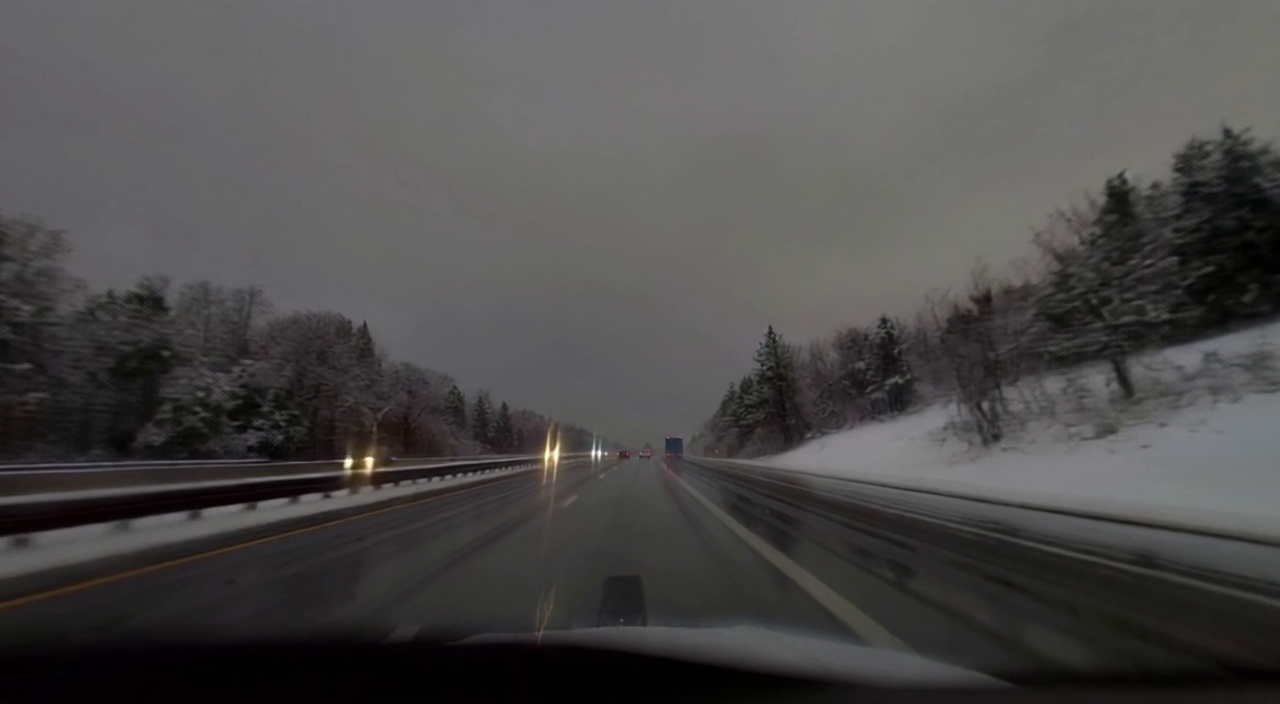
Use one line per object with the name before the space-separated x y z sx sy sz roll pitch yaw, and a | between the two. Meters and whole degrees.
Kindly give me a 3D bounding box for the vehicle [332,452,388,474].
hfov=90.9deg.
vehicle | -19.296 7.658 43.687 1.807 1.472 4.370 0 -9 1
